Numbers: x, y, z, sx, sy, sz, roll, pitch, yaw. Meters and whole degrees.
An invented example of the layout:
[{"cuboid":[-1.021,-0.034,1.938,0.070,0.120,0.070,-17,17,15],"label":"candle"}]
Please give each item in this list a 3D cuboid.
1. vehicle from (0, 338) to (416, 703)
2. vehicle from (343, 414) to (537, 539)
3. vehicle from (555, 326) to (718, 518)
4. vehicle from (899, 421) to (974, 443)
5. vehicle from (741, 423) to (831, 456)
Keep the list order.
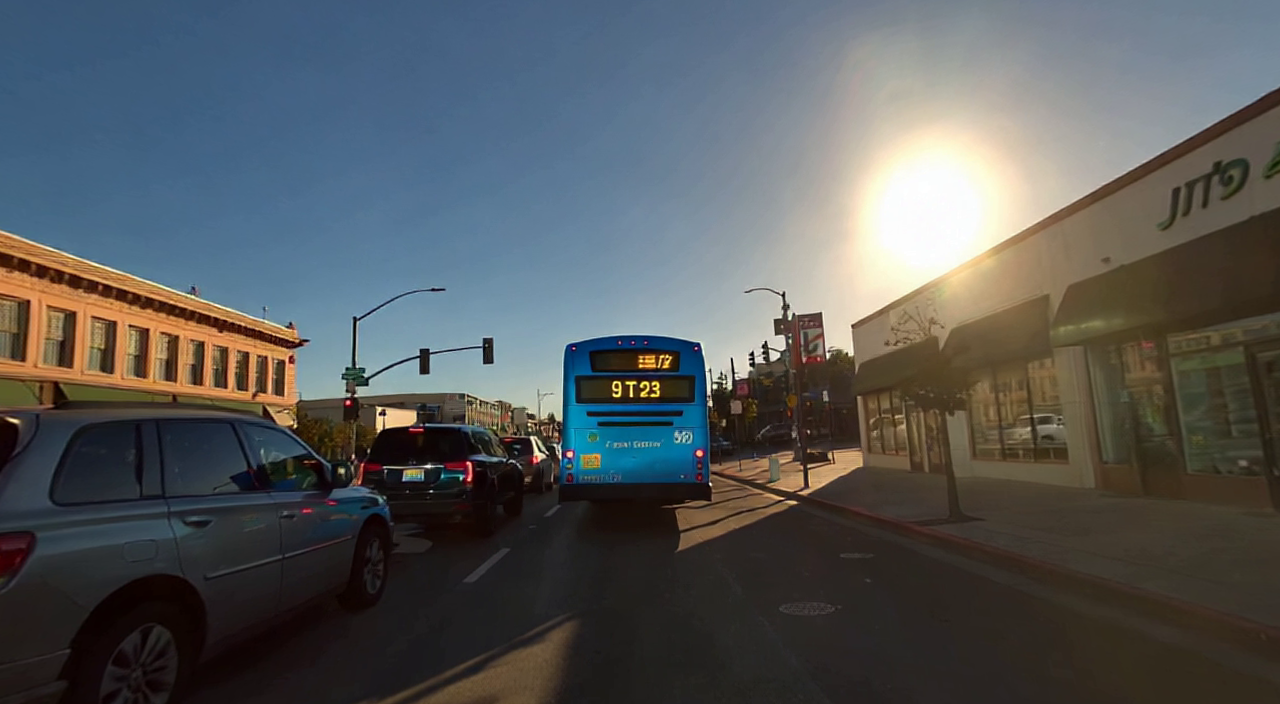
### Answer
[{"cuboid":[-3.225,1.089,3.966,2.020,1.725,4.384,0,-8,0],"label":"vehicle"},{"cuboid":[-3.346,2.195,11.771,2.096,1.828,4.669,0,-8,0],"label":"vehicle"},{"cuboid":[-0.317,1.983,16.498,2.938,3.468,9.972,0,-9,-3],"label":"vehicle"},{"cuboid":[22.243,6.024,47.471,4.827,1.555,1.863,1,-9,-7],"label":"vehicle"},{"cuboid":[9.940,6.043,43.493,5.788,2.165,2.491,-2,-9,10],"label":"vehicle"}]
